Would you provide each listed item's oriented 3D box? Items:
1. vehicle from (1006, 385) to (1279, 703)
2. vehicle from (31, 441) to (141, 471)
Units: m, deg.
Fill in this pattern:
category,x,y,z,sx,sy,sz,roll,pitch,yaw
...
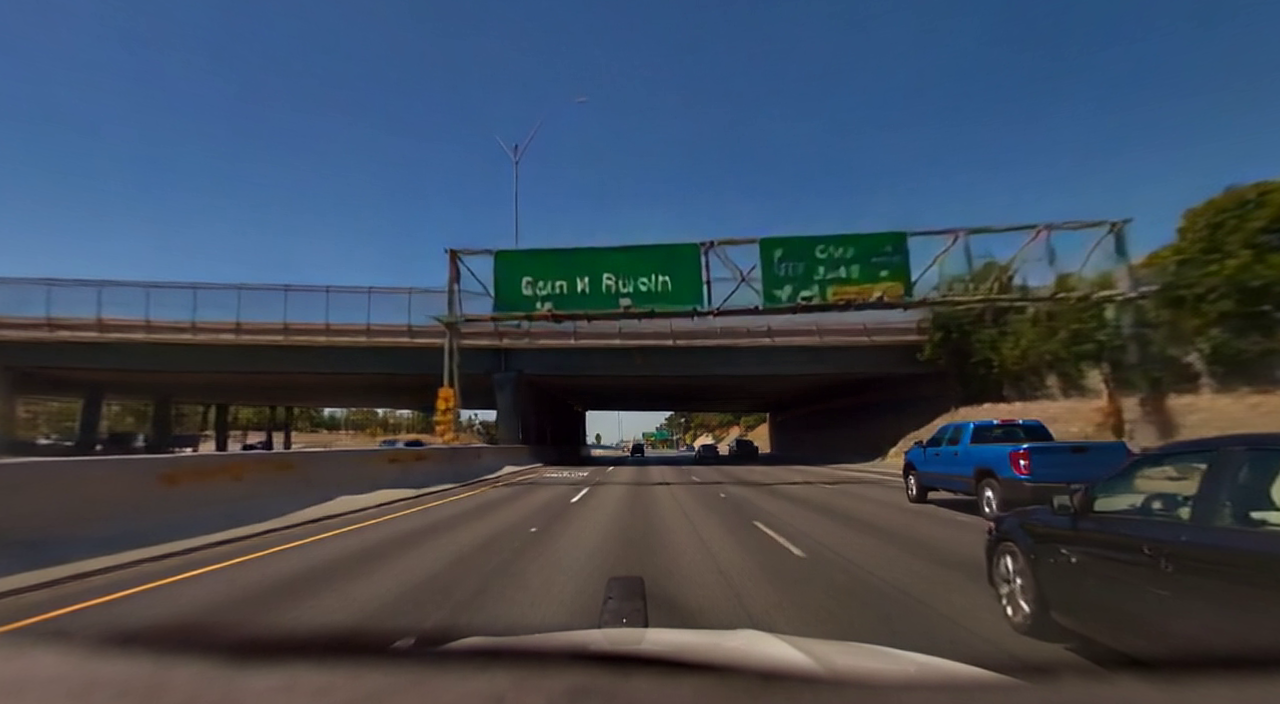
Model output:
category,x,y,z,sx,sy,sz,roll,pitch,yaw
vehicle,3.214,0.749,1.241,2.119,1.524,4.807,0,-8,0
vehicle,-32.090,6.042,36.765,1.965,1.603,4.660,-1,-8,4
